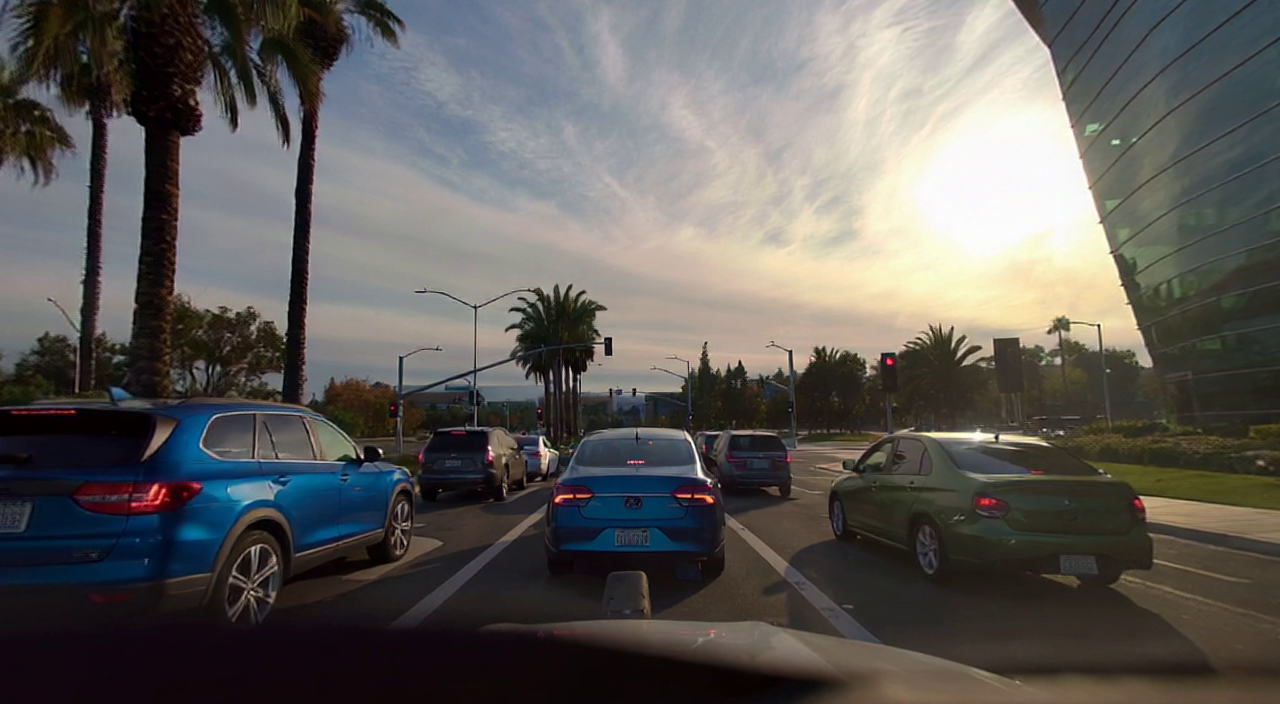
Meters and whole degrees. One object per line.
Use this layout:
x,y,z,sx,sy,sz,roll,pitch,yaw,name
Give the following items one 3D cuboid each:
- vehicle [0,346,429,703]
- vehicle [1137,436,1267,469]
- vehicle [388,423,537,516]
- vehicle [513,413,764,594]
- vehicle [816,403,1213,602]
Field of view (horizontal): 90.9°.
-3.534,1.168,5.309,2.014,1.775,4.404,0,-8,-1,vehicle
25.453,4.553,28.649,4.014,1.417,1.777,-1,-8,5,vehicle
-3.462,2.360,13.075,1.917,1.631,3.768,0,-8,1,vehicle
-0.053,1.664,7.819,2.219,1.586,4.321,0,-8,-1,vehicle
3.840,1.620,7.686,2.064,1.696,4.431,0,-8,0,vehicle
